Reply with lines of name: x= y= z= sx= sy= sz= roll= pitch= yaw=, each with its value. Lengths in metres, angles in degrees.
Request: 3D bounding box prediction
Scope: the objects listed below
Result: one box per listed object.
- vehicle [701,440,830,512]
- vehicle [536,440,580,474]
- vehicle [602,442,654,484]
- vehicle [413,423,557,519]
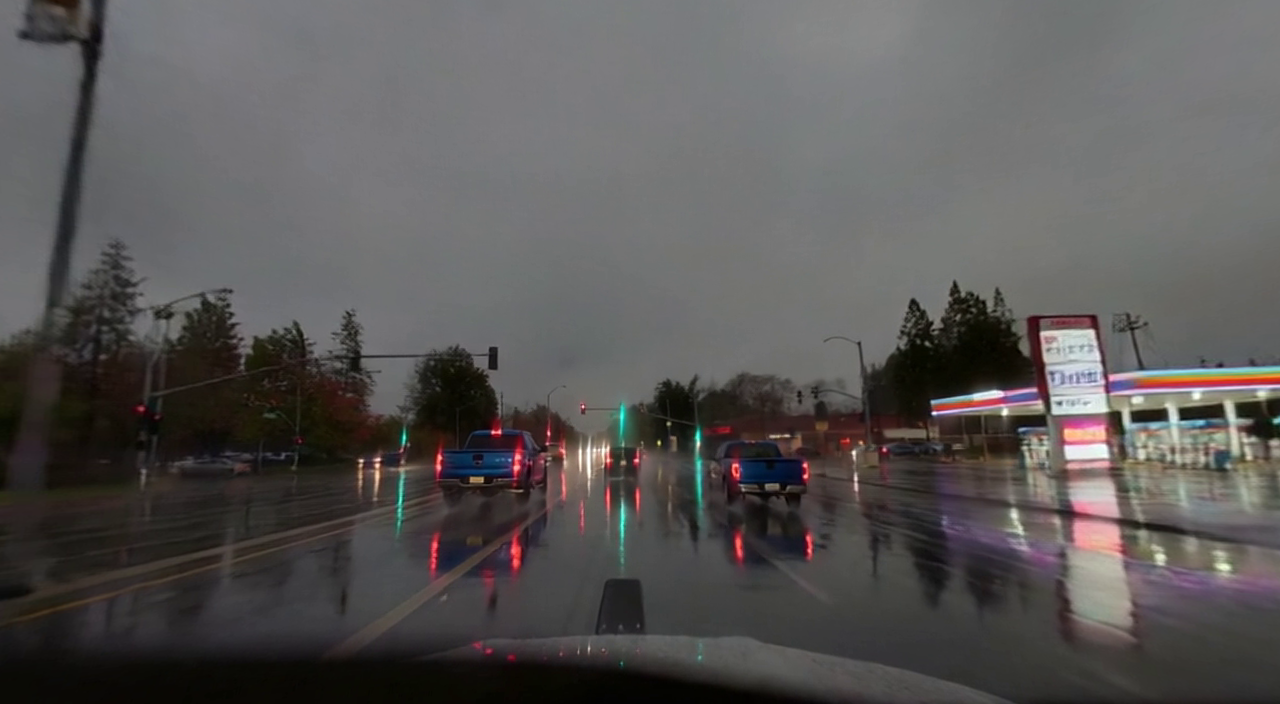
vehicle: x=2.838 y=2.932 z=15.457 sx=2.061 sy=1.487 sz=4.462 roll=0 pitch=-9 yaw=-3
vehicle: x=-5.298 y=6.657 z=40.255 sx=2.321 sy=2.026 sz=5.307 roll=2 pitch=-9 yaw=-12
vehicle: x=-0.532 y=4.612 z=26.479 sx=2.029 sy=1.605 sz=3.827 roll=0 pitch=-9 yaw=-2
vehicle: x=-3.493 y=2.810 z=15.576 sx=2.195 sy=1.905 sz=5.634 roll=0 pitch=-9 yaw=-1
